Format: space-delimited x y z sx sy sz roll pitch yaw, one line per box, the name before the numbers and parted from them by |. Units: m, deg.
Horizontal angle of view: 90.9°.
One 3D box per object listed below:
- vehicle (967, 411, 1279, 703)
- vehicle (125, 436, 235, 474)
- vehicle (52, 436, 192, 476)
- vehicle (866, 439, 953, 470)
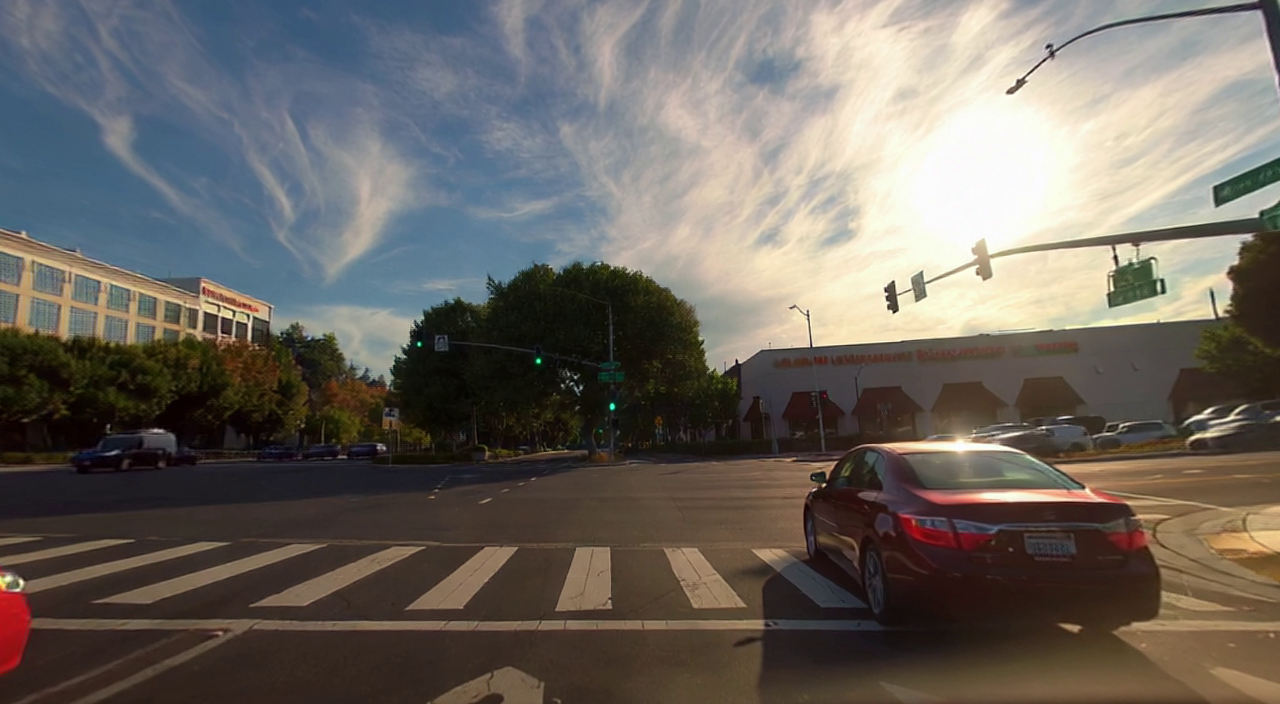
vehicle | 4.104 1.086 3.413 1.940 1.487 4.562 0 -8 -5
vehicle | -23.075 5.165 31.919 2.111 1.742 4.757 0 -8 -3
vehicle | -27.114 5.452 33.430 2.233 1.889 6.305 0 -8 -2
vehicle | 14.219 5.369 33.134 4.703 1.492 1.930 6 -10 -35
